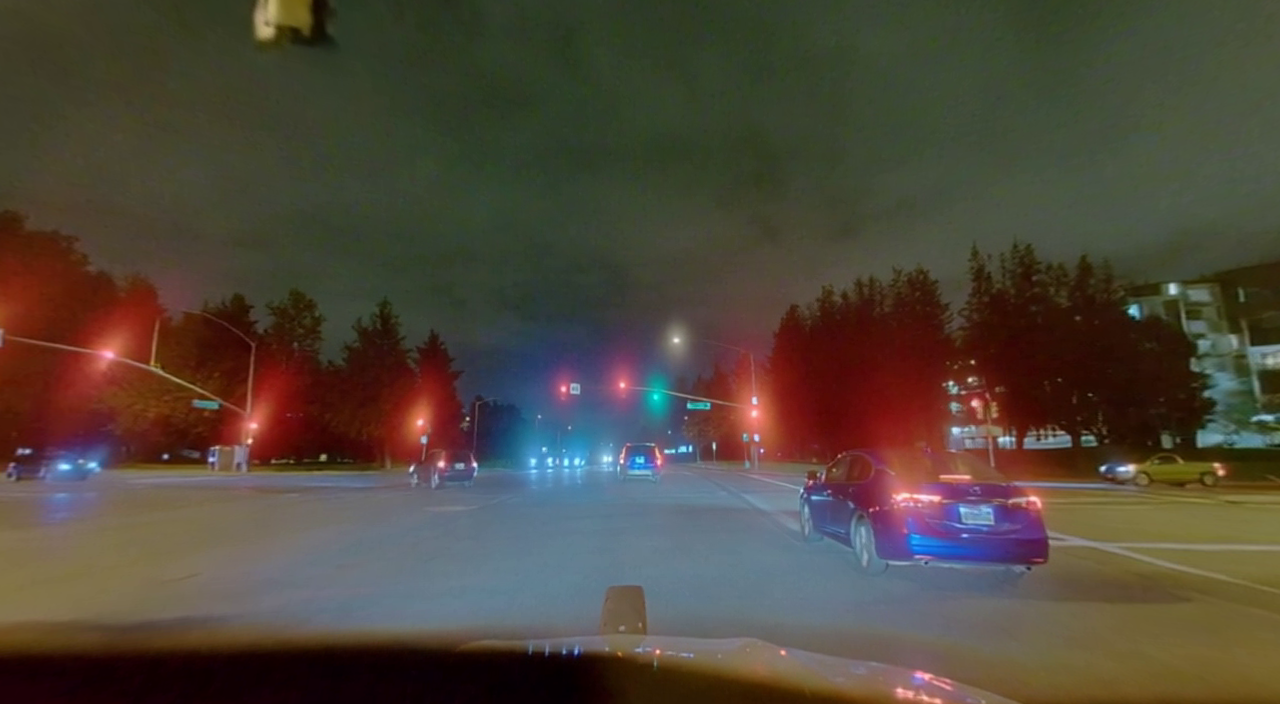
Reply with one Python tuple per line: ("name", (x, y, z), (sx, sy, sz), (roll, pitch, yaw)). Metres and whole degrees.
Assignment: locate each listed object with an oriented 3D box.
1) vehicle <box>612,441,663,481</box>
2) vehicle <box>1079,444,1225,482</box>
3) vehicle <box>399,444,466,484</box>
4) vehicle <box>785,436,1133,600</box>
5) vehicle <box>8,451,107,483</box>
("vehicle", (-0.111, 4.893, 28.465), (2.108, 1.654, 4.235), (0, -8, 0))
("vehicle", (23.655, 5.107, 29.247), (4.705, 1.631, 2.053), (-2, -8, 16))
("vehicle", (-9.481, 5.026, 28.518), (1.987, 1.633, 4.005), (5, -9, -30))
("vehicle", (3.429, 1.833, 8.015), (2.056, 1.468, 4.520), (0, -8, 0))
("vehicle", (-31.583, 6.187, 34.041), (4.422, 1.605, 1.955), (-3, -9, 20))
